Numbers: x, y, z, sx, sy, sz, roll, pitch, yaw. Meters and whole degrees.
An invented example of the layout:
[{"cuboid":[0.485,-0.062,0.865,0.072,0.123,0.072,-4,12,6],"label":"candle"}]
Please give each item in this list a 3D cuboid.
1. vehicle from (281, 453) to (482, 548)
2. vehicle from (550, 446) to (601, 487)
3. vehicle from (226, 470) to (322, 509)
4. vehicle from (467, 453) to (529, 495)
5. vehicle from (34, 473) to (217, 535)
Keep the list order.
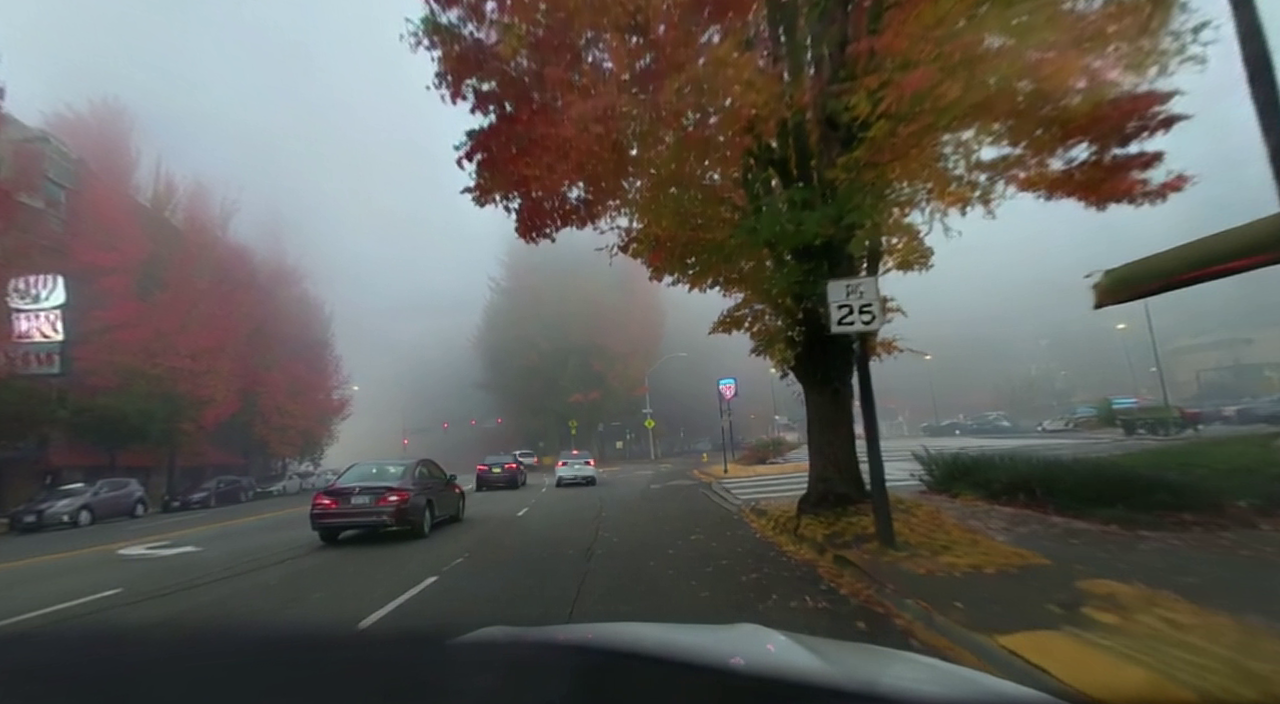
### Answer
[{"cuboid":[-4.848,2.836,12.884,2.090,1.506,5.326,1,-9,-3],"label":"vehicle"},{"cuboid":[-3.042,5.220,28.960,2.144,1.704,4.028,2,-9,-8],"label":"vehicle"},{"cuboid":[-16.743,6.284,29.129,2.010,1.530,4.534,1,-9,-5],"label":"vehicle"},{"cuboid":[-5.732,4.945,25.929,1.974,1.549,4.603,2,-9,-7],"label":"vehicle"},{"cuboid":[-16.157,4.757,20.205,1.968,1.574,4.683,1,-9,-1],"label":"vehicle"}]
